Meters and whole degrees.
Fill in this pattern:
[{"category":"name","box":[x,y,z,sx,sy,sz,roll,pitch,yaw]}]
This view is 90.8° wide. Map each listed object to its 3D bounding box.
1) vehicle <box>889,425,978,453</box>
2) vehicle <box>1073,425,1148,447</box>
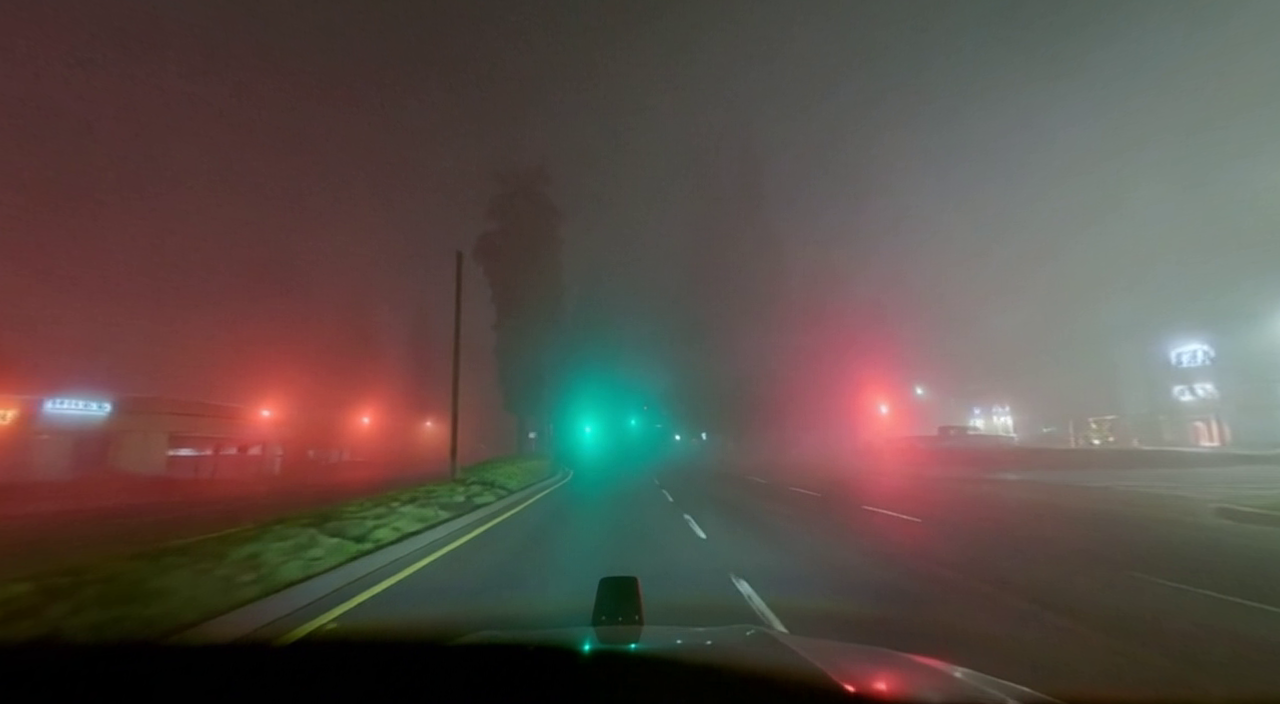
[{"category":"vehicle","box":[18.753,5.588,40.471,4.688,1.658,1.950,0,-9,-1]},{"category":"vehicle","box":[32.165,5.799,43.354,1.716,1.424,4.210,0,-9,-3]}]
